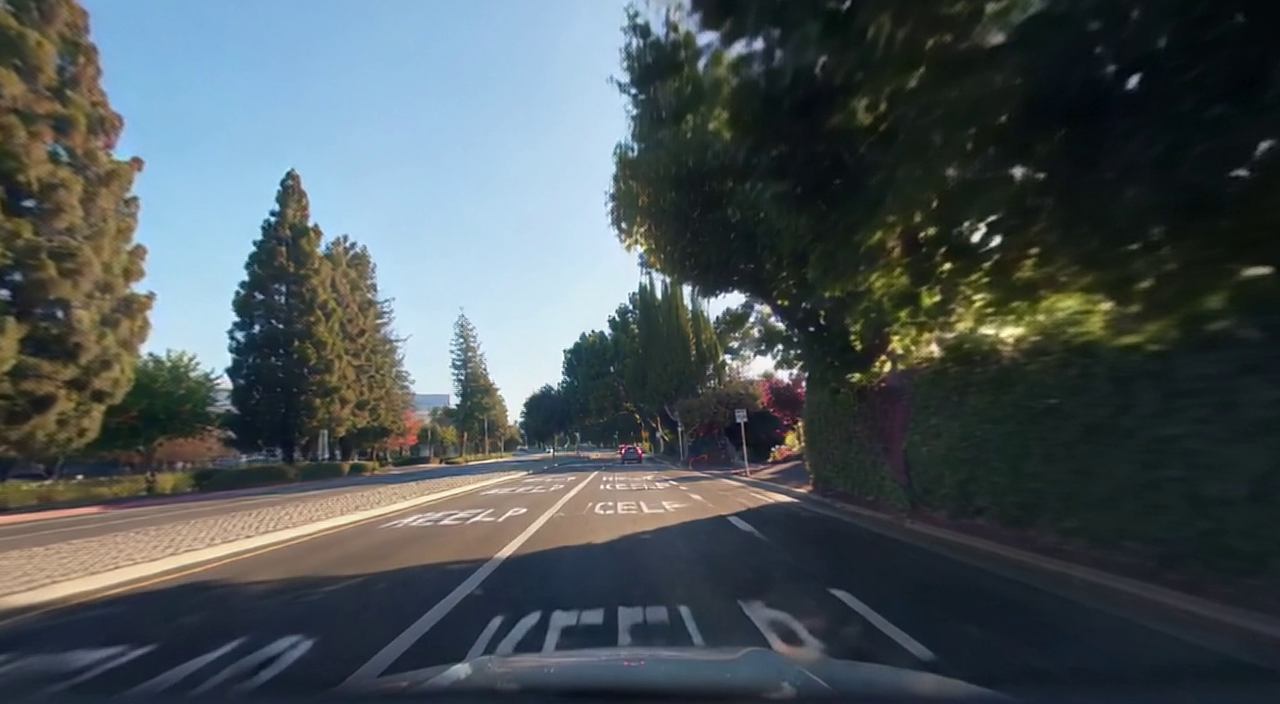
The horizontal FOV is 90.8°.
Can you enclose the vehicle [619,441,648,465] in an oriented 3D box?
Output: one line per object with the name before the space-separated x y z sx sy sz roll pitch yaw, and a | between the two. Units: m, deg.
vehicle | -0.483 7.341 45.960 2.045 1.613 4.210 0 -8 -1
